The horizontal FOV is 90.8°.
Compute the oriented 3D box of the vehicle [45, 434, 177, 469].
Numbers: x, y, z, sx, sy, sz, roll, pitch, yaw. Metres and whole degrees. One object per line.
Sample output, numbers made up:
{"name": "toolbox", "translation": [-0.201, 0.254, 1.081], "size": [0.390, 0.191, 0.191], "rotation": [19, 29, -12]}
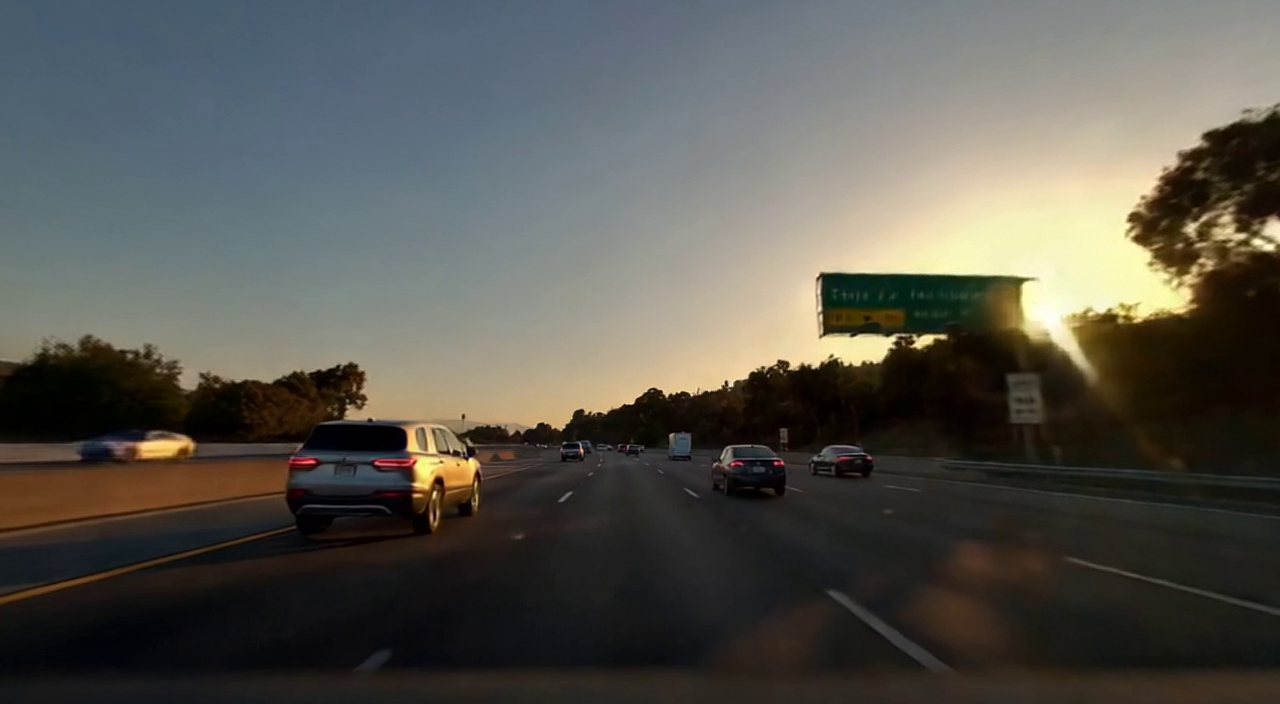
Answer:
{"name": "vehicle", "translation": [-22.327, 4.224, 26.931], "size": [1.923, 1.375, 4.408], "rotation": [0, -8, -2]}

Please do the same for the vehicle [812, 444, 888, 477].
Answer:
{"name": "vehicle", "translation": [10.352, 5.357, 31.538], "size": [2.105, 1.496, 4.393], "rotation": [0, -8, -2]}

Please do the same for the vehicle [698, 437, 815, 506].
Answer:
{"name": "vehicle", "translation": [2.811, 3.010, 16.376], "size": [2.053, 1.510, 4.400], "rotation": [0, -8, -2]}

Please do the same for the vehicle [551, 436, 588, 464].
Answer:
{"name": "vehicle", "translation": [-4.872, 6.869, 44.154], "size": [2.149, 1.843, 4.348], "rotation": [0, -8, -2]}

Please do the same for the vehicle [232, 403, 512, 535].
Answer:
{"name": "vehicle", "translation": [-4.389, 2.083, 11.890], "size": [2.684, 1.839, 5.803], "rotation": [0, -8, 1]}
